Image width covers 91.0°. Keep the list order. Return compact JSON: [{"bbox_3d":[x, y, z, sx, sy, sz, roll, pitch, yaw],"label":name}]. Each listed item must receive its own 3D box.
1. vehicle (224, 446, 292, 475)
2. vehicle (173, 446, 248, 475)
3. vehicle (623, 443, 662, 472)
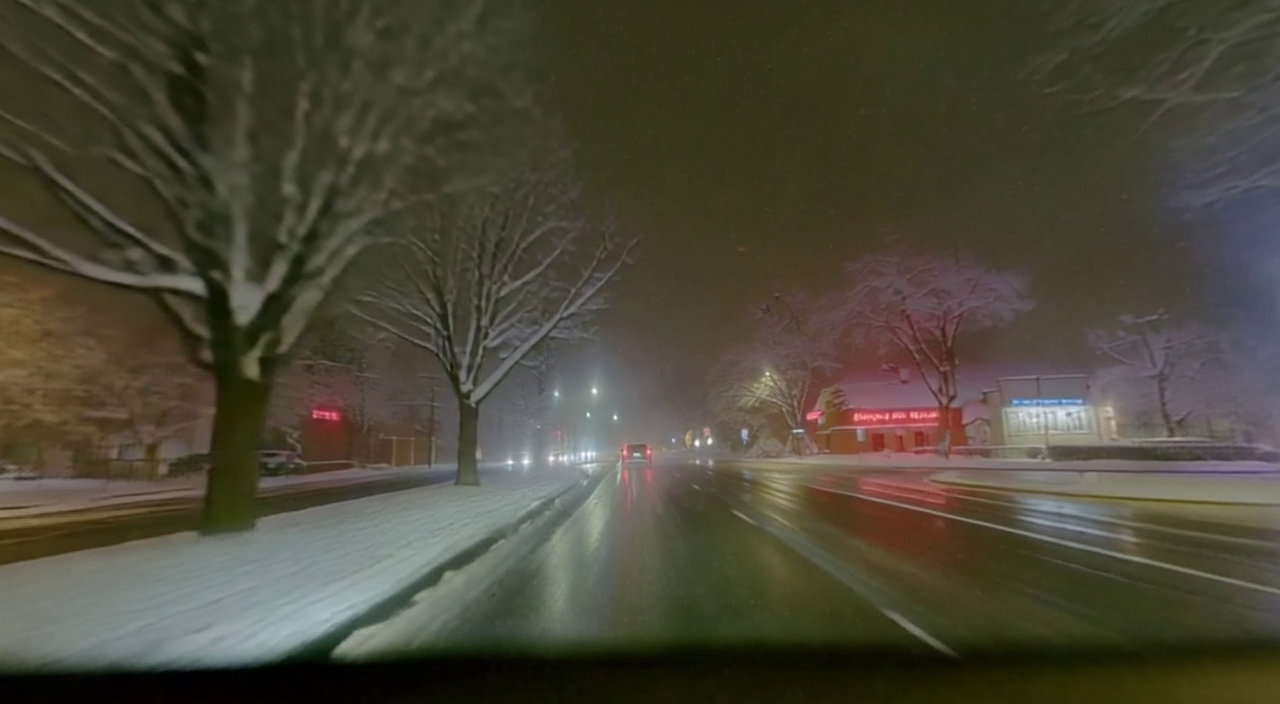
[{"bbox_3d":[-28.179,7.973,46.641,2.191,1.947,5.156,1,-9,-5],"label":"vehicle"},{"bbox_3d":[-31.465,7.925,46.285,2.155,2.023,5.077,0,-9,-4],"label":"vehicle"},{"bbox_3d":[0.067,5.691,34.034,1.998,1.452,3.773,0,-9,-2],"label":"vehicle"}]
